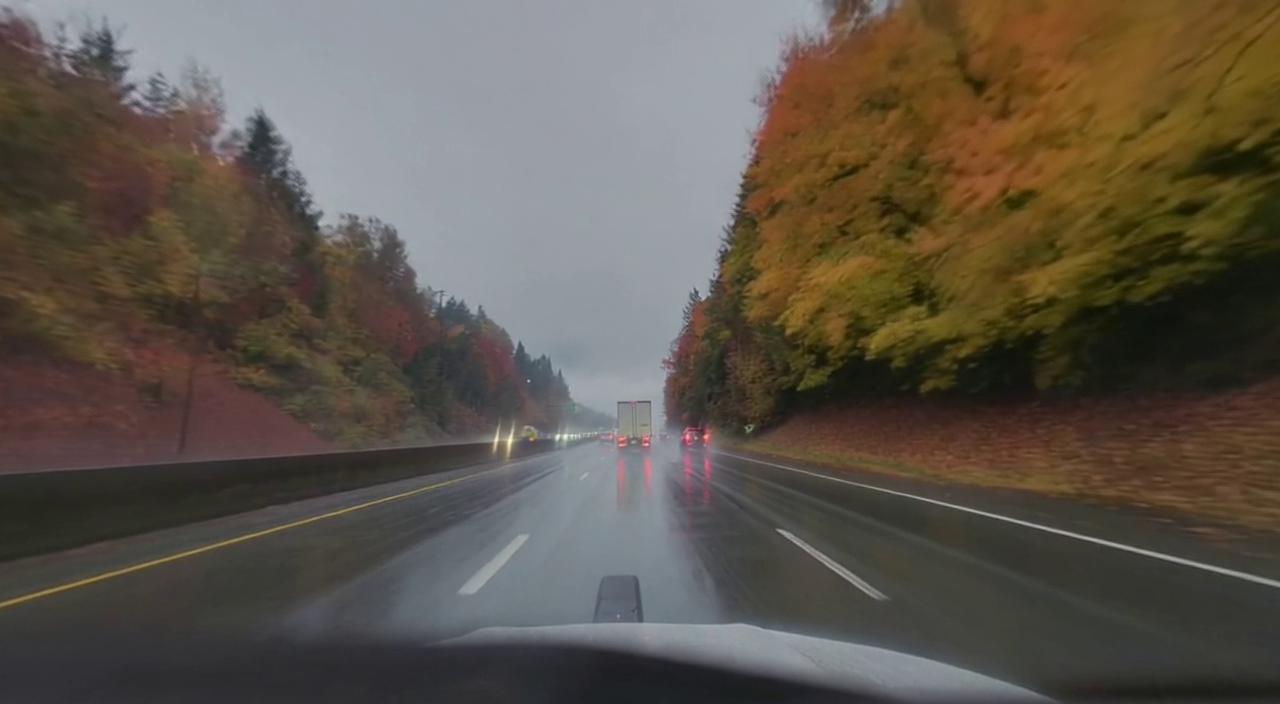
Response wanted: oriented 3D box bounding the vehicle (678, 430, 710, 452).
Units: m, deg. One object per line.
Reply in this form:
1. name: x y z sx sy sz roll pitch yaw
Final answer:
1. vehicle: 3.963 6.630 46.750 1.959 1.571 3.876 0 -8 -2

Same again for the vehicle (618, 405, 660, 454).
1. vehicle: -0.185 5.224 42.049 2.631 2.957 6.512 0 -8 -2
